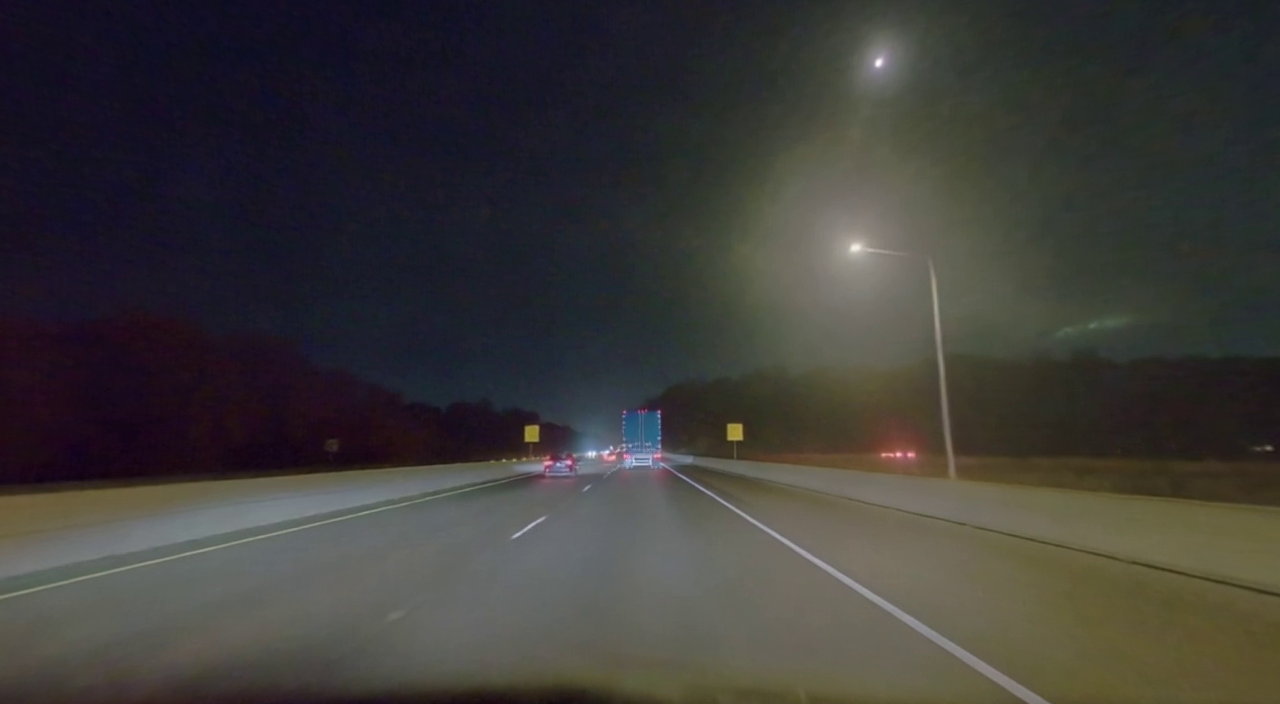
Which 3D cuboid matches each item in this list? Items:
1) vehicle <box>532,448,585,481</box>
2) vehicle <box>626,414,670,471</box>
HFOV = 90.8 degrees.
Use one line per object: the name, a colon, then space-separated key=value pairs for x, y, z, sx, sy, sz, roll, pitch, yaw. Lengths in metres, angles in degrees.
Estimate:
vehicle: x=-4.079 y=5.723 z=32.407 sx=2.053 sy=1.523 sz=4.450 roll=0 pitch=-9 yaw=1
vehicle: x=0.409 y=6.807 z=47.398 sx=2.864 sy=3.805 sz=9.500 roll=0 pitch=-9 yaw=-2
